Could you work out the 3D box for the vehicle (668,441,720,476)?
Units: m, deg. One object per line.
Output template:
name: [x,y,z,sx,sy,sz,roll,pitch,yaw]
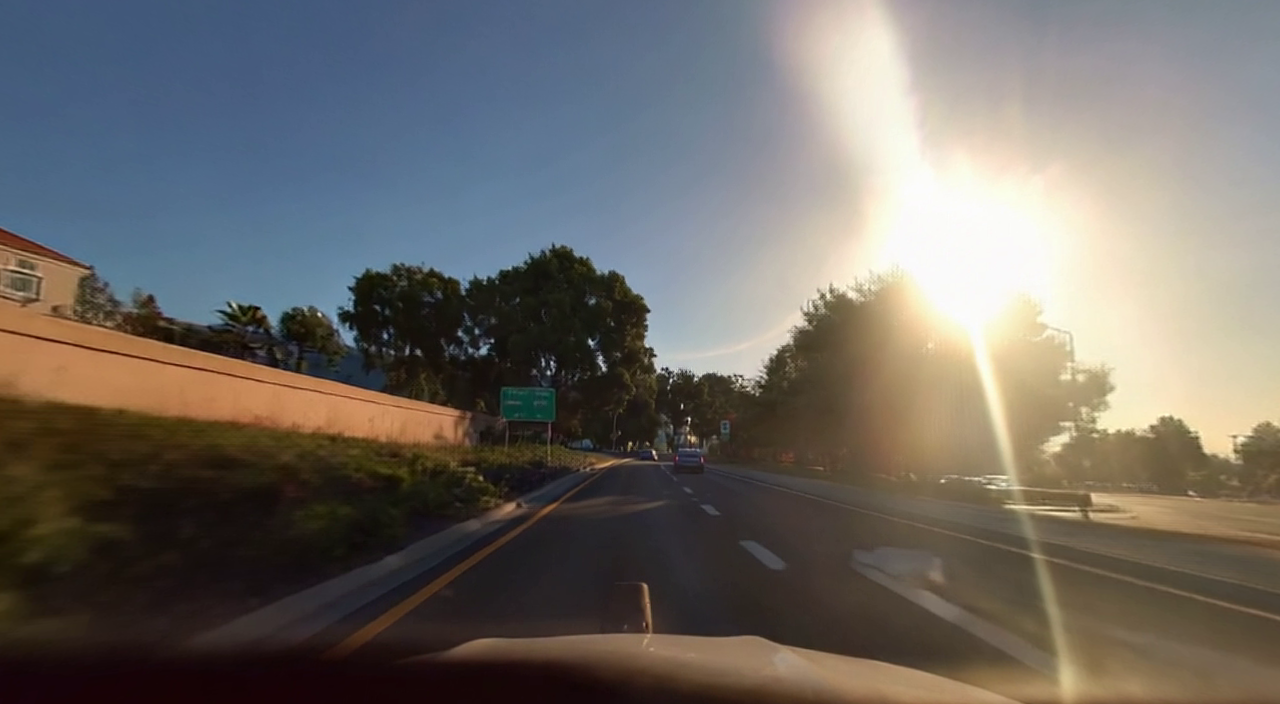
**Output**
vehicle: [2.382,4.818,28.800,1.956,1.473,4.640,0,-8,0]
